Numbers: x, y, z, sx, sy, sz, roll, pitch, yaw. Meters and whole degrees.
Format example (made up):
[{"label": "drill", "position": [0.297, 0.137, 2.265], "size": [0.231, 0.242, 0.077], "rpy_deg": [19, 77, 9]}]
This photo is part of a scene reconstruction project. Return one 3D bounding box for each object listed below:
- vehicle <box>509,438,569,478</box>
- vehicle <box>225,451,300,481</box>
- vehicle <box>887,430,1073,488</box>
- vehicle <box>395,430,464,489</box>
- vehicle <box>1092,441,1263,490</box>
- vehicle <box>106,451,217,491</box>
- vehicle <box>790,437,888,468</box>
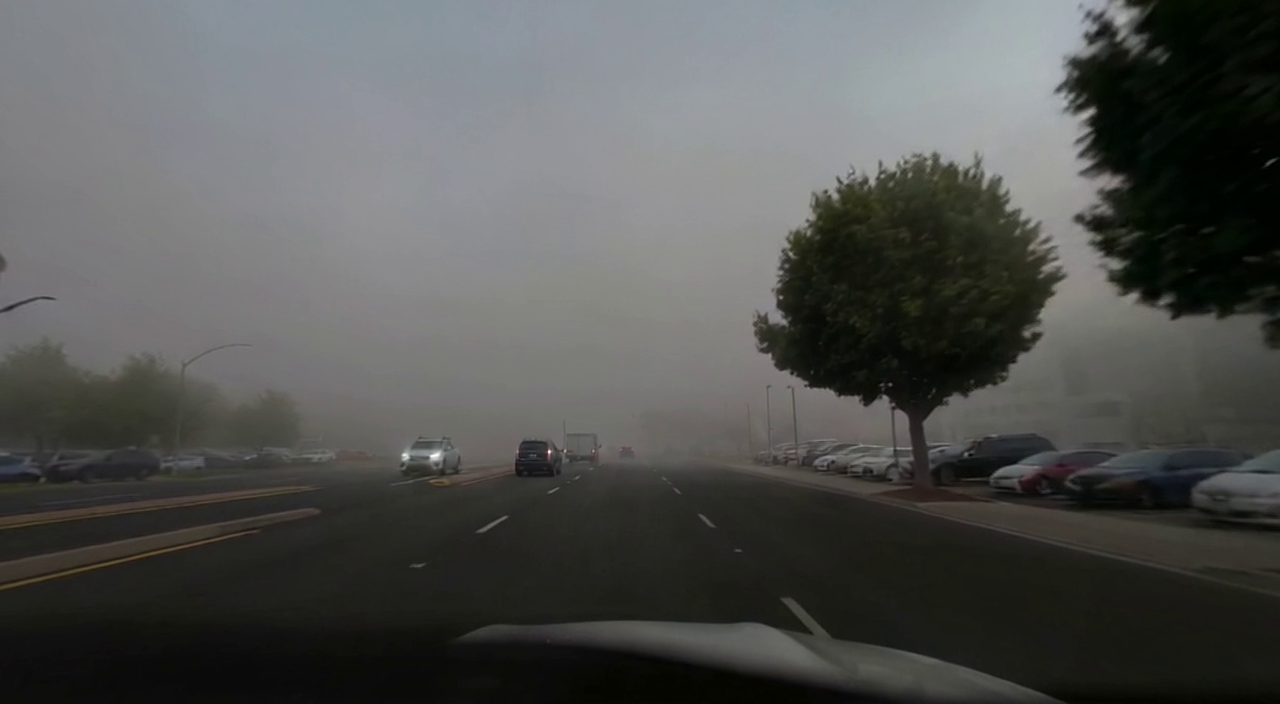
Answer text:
[{"label": "vehicle", "position": [-4.546, 4.868, 29.053], "size": [2.109, 1.672, 4.256], "rpy_deg": [0, -9, -1]}, {"label": "vehicle", "position": [-23.712, 7.149, 39.792], "size": [1.938, 1.691, 4.696], "rpy_deg": [0, -9, -2]}, {"label": "vehicle", "position": [11.978, 3.762, 22.462], "size": [5.519, 1.836, 2.138], "rpy_deg": [-5, -10, 32]}, {"label": "vehicle", "position": [-7.866, 3.993, 23.671], "size": [2.123, 1.864, 5.553], "rpy_deg": [2, -9, -18]}, {"label": "vehicle", "position": [18.890, 4.027, 22.492], "size": [1.937, 1.493, 4.612], "rpy_deg": [-1, -9, -1]}, {"label": "vehicle", "position": [-23.757, 5.889, 31.502], "size": [1.953, 1.789, 4.591], "rpy_deg": [0, -9, -1]}, {"label": "vehicle", "position": [11.991, 6.088, 38.236], "size": [5.426, 1.811, 2.193], "rpy_deg": [-2, -9, 15]}]
